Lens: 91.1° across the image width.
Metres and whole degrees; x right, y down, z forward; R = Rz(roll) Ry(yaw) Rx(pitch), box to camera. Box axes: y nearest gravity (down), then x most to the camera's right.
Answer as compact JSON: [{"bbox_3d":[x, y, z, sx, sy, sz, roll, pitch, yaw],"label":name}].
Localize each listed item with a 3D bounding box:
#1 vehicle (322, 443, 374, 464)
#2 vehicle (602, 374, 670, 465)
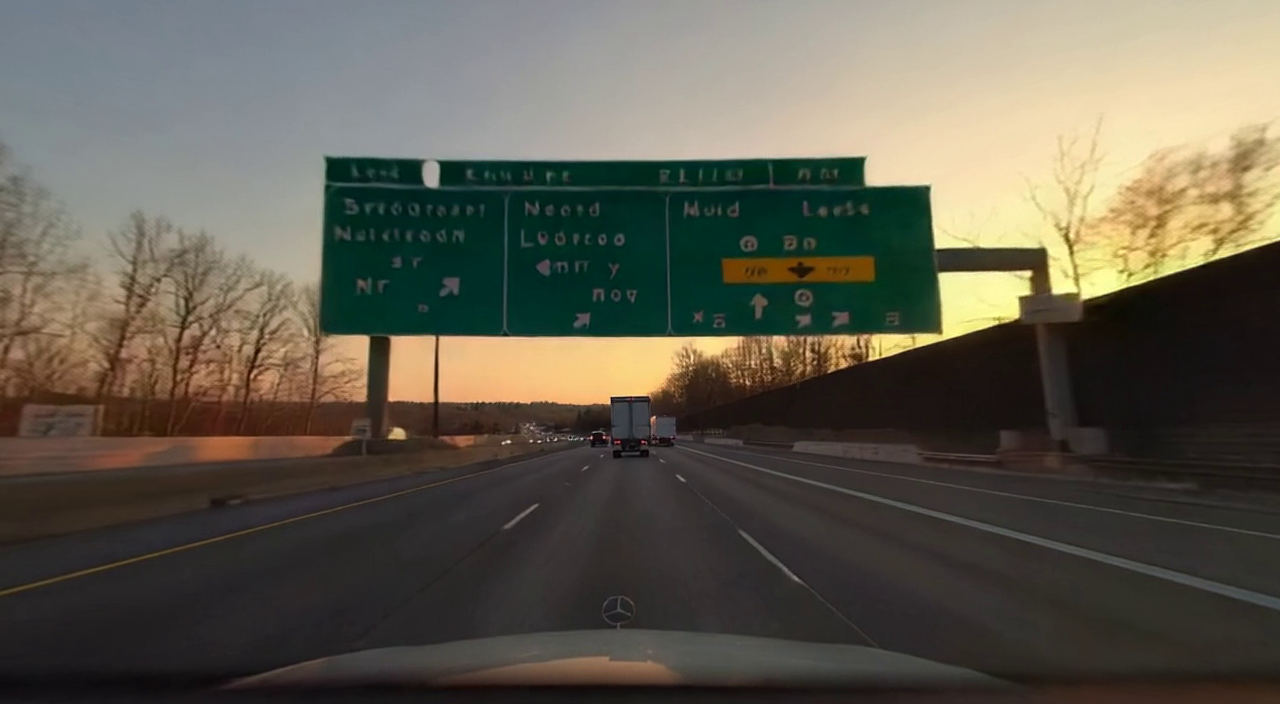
[{"bbox_3d":[-22.477,7.797,48.525,1.893,1.500,4.445,0,-8,0],"label":"vehicle"},{"bbox_3d":[-0.301,4.056,35.923,2.965,3.972,16.689,0,-8,-1],"label":"vehicle"}]
